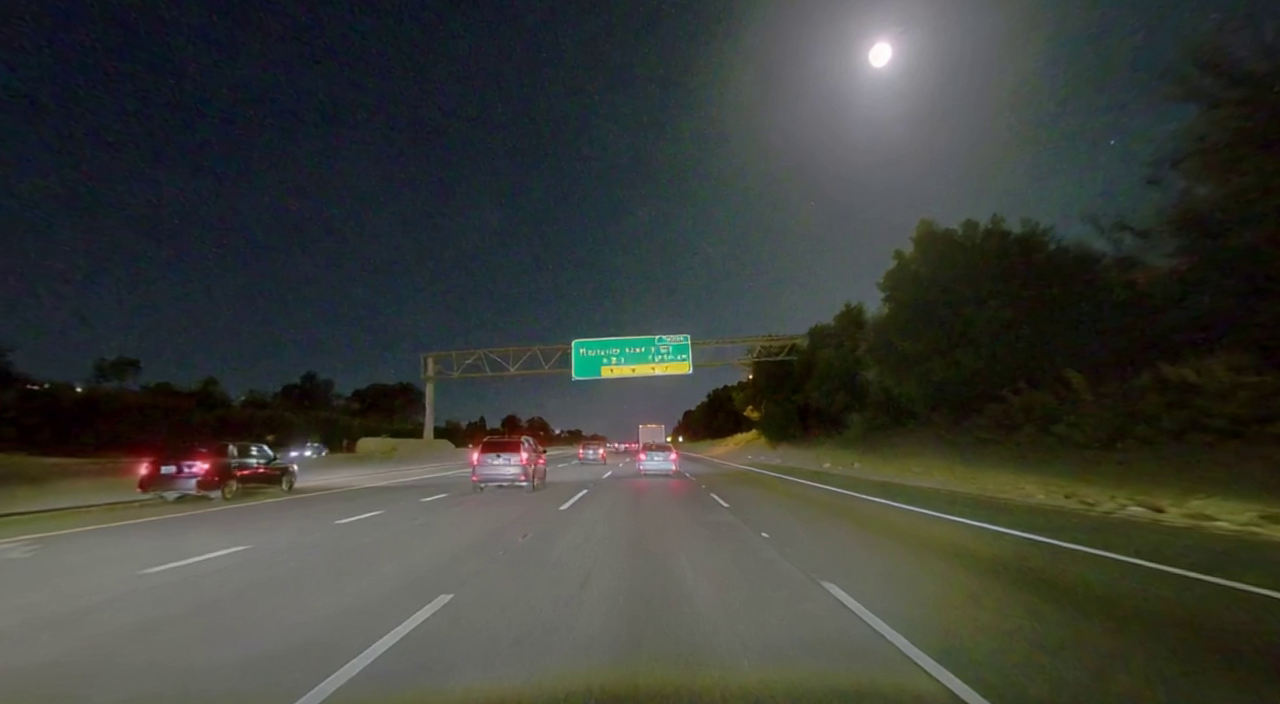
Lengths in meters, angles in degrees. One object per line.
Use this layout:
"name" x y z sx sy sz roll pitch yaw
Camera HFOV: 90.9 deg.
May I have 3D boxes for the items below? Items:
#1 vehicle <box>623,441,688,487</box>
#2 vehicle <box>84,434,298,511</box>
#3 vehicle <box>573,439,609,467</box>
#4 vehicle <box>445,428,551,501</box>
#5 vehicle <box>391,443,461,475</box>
"vehicle" 0.499 3.819 21.912 2.054 1.421 4.090 0 -8 1
"vehicle" -10.587 2.844 15.383 1.941 1.602 4.277 0 -8 2
"vehicle" -3.036 6.355 39.949 1.897 1.646 4.049 0 -8 1
"vehicle" -3.704 3.006 17.274 1.903 1.721 4.210 0 -8 1
"vehicle" -10.683 5.341 31.881 1.902 1.478 4.505 0 -8 1
